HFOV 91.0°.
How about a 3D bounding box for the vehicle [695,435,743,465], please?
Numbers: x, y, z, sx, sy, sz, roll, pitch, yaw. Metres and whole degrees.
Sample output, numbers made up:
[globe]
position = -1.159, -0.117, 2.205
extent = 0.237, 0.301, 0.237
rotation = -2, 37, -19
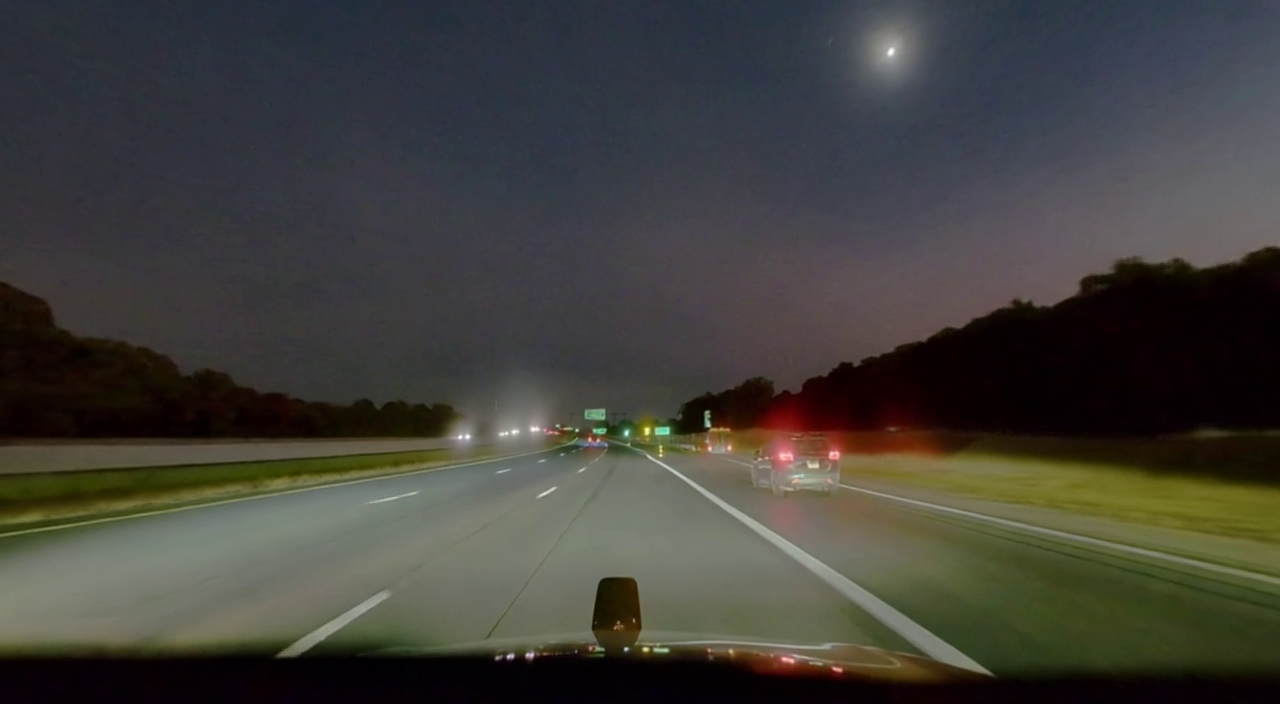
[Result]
[vehicle]
position = 4.429, 5.553, 35.924
extent = 2.084, 1.614, 4.762
rotation = 0, -8, -1
